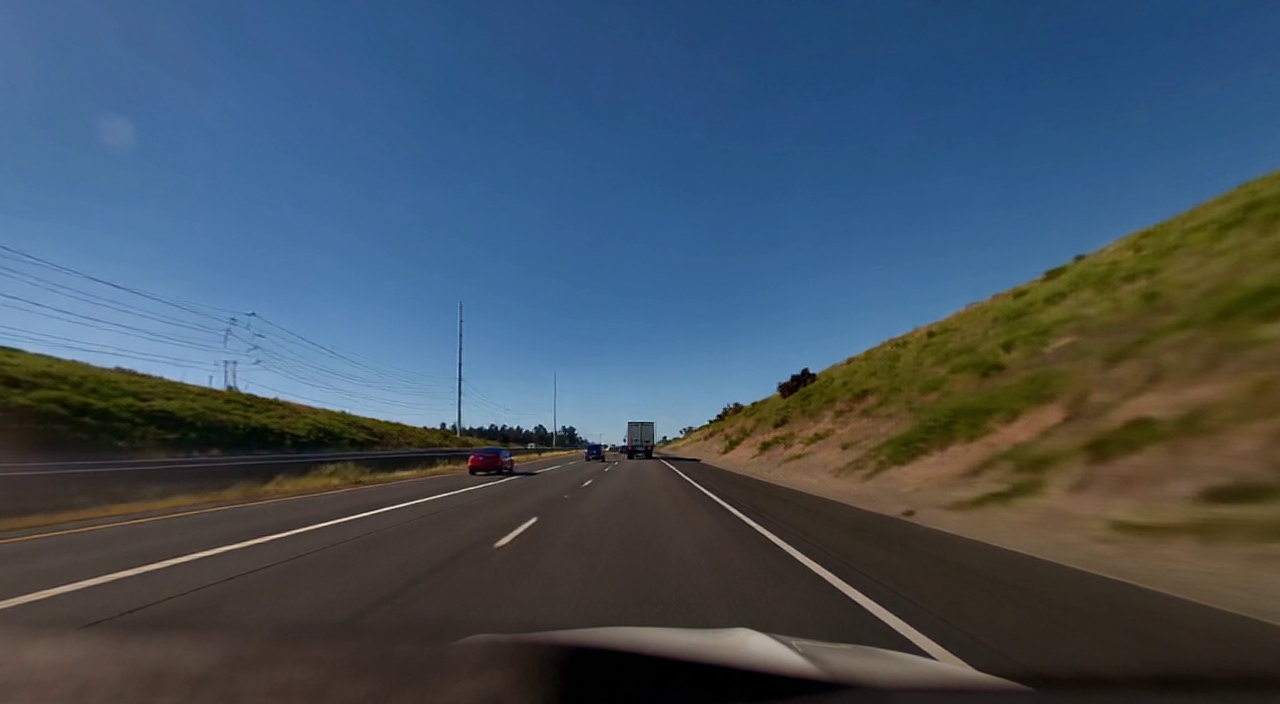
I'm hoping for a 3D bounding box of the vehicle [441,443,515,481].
[{"bbox_3d":[-7.143,4.892,28.394,2.066,1.558,4.607,0,-9,0],"label":"vehicle"}]
